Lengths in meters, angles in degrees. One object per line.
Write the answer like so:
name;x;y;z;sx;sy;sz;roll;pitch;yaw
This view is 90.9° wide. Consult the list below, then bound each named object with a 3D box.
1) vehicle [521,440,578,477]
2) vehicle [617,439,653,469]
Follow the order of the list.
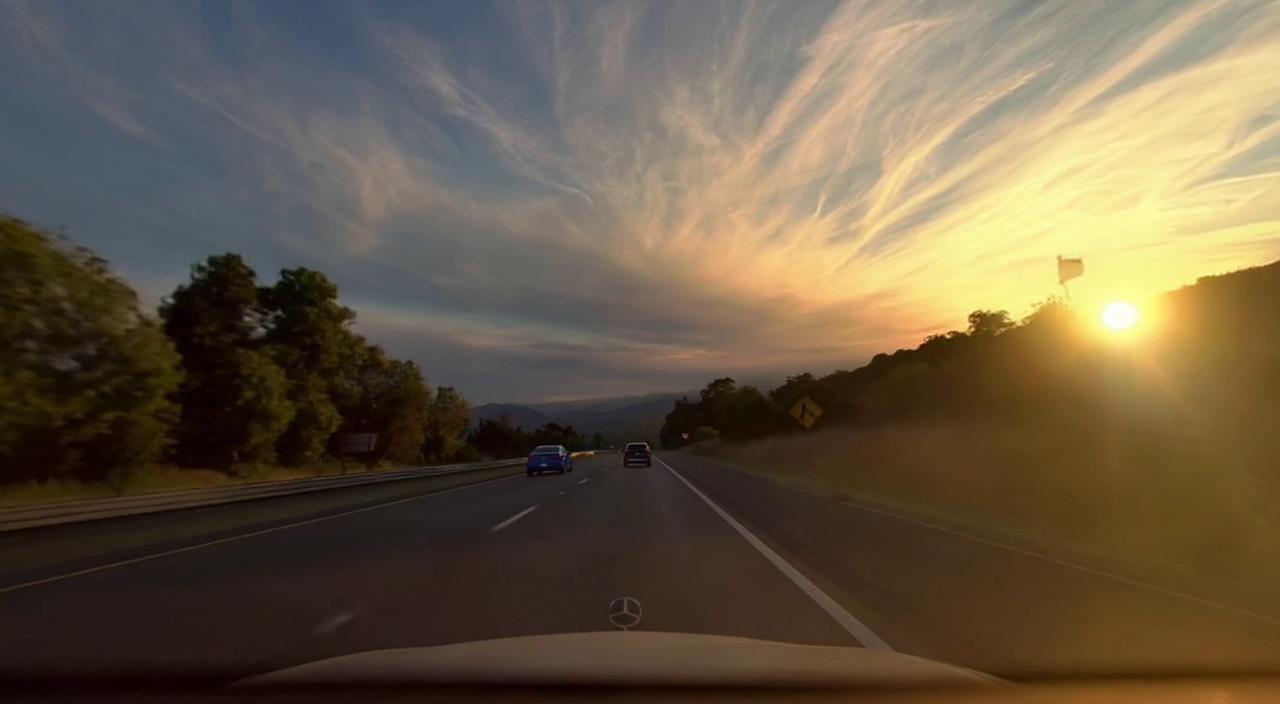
vehicle;-4.336;5.196;30.830;2.113;1.656;4.215;0;-9;1
vehicle;-0.274;6.357;39.303;2.126;1.786;3.958;0;-9;0
